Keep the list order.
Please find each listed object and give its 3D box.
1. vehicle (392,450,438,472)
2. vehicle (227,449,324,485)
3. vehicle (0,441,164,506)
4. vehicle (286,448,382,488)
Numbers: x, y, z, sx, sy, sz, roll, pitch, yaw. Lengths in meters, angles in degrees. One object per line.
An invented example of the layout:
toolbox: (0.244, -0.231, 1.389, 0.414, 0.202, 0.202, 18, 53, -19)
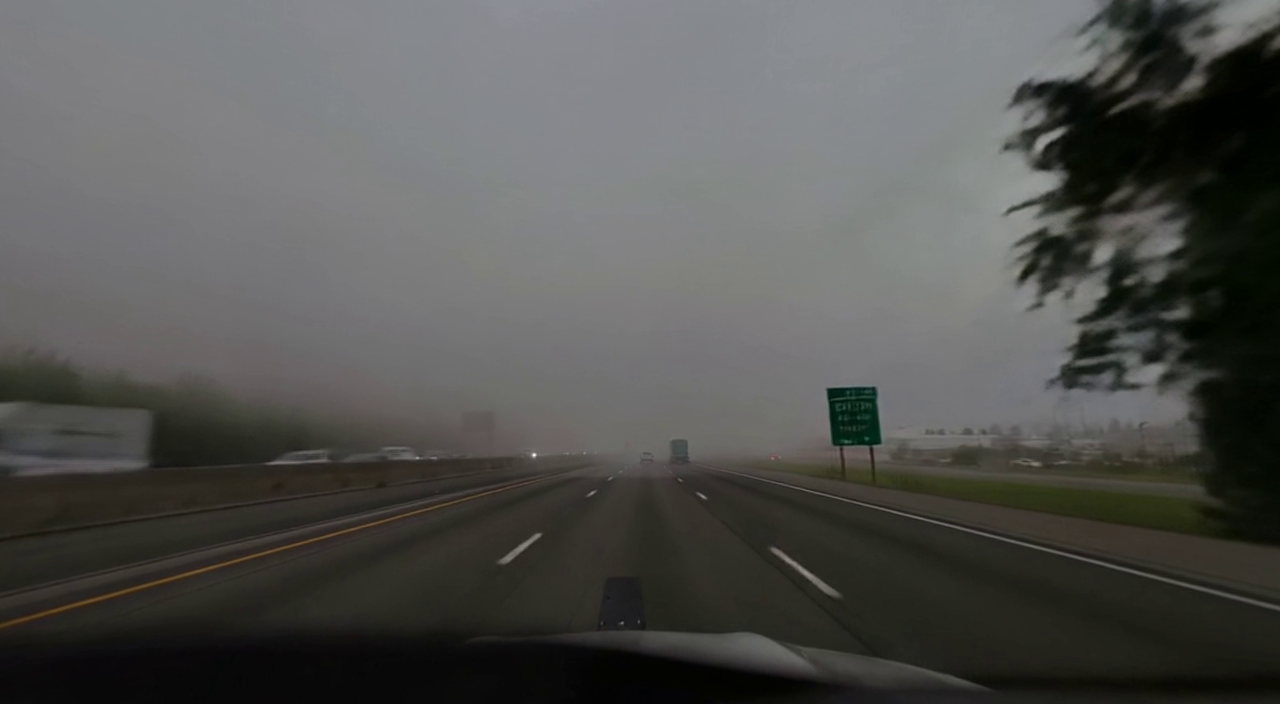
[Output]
vehicle: (-16.015, 7.765, 45.068, 1.835, 1.455, 3.673, -1, -9, 2)
vehicle: (-16.205, 5.113, 28.300, 1.793, 1.452, 4.239, 0, -9, 0)
vehicle: (-16.042, 3.346, 17.733, 1.888, 1.584, 4.228, 0, -9, 1)
vehicle: (-12.025, 4.568, 25.073, 1.814, 1.438, 3.897, -1, -9, 1)
